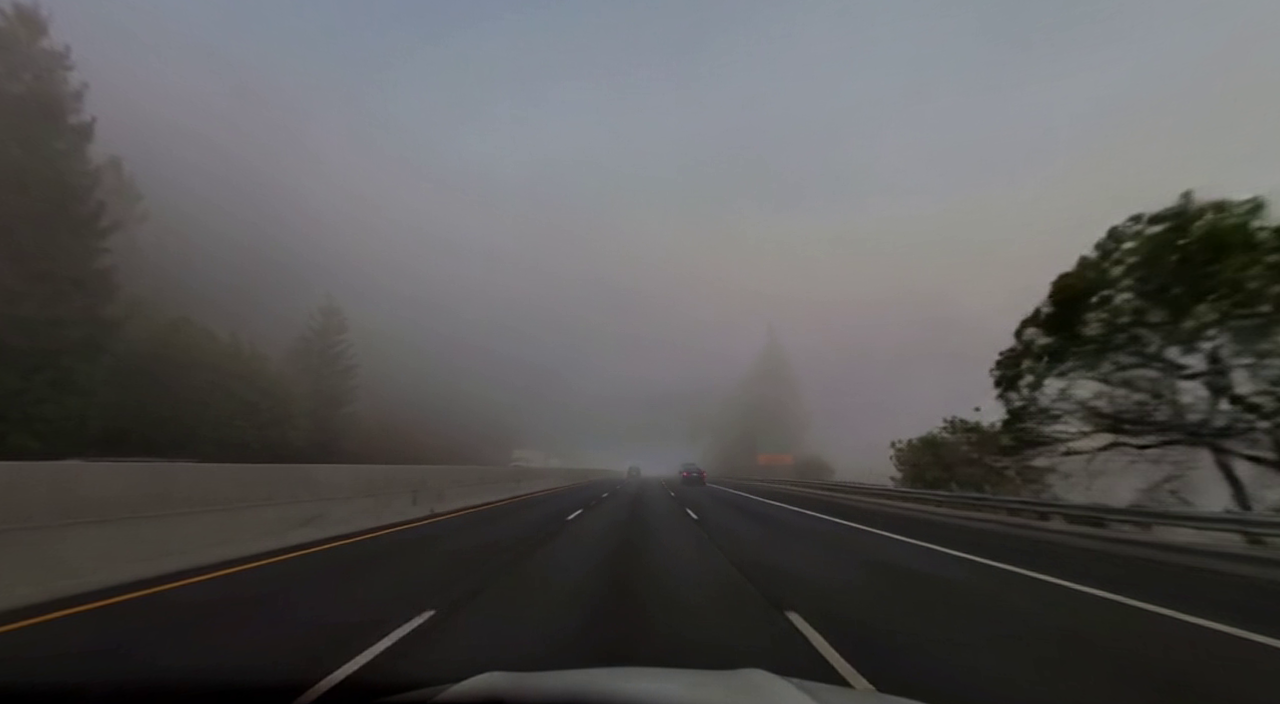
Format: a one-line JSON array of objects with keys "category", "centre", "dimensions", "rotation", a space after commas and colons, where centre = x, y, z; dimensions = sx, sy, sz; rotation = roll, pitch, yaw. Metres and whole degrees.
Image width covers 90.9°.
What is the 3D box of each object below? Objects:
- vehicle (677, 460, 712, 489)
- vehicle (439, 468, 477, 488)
[{"category": "vehicle", "centre": [3.908, 8.881, 45.697], "dimensions": [2.093, 1.933, 4.623], "rotation": [1, -10, 0]}, {"category": "vehicle", "centre": [-14.150, 9.798, 49.084], "dimensions": [1.837, 1.444, 3.440], "rotation": [0, -10, 2]}]
